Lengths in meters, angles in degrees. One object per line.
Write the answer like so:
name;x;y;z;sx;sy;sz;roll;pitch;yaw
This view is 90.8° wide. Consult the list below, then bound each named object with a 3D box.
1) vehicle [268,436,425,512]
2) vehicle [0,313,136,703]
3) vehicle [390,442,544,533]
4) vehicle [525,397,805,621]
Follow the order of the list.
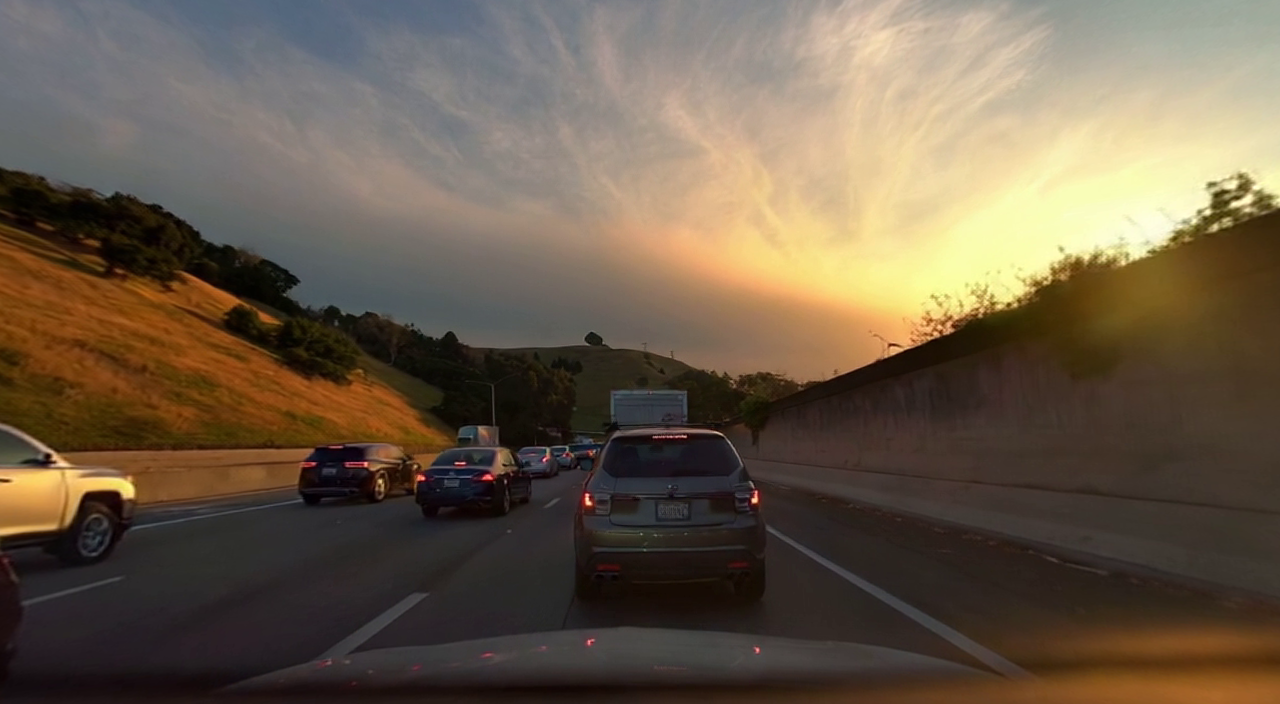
vehicle;-7.510;3.157;16.776;1.986;1.700;4.558;0;-9;0
vehicle;-3.531;0.517;0.588;2.085;1.893;4.880;0;-9;-1
vehicle;-3.229;2.596;12.679;1.917;1.506;3.949;0;-9;1
vehicle;0.159;1.653;7.735;2.210;1.760;5.303;0;-9;-1
